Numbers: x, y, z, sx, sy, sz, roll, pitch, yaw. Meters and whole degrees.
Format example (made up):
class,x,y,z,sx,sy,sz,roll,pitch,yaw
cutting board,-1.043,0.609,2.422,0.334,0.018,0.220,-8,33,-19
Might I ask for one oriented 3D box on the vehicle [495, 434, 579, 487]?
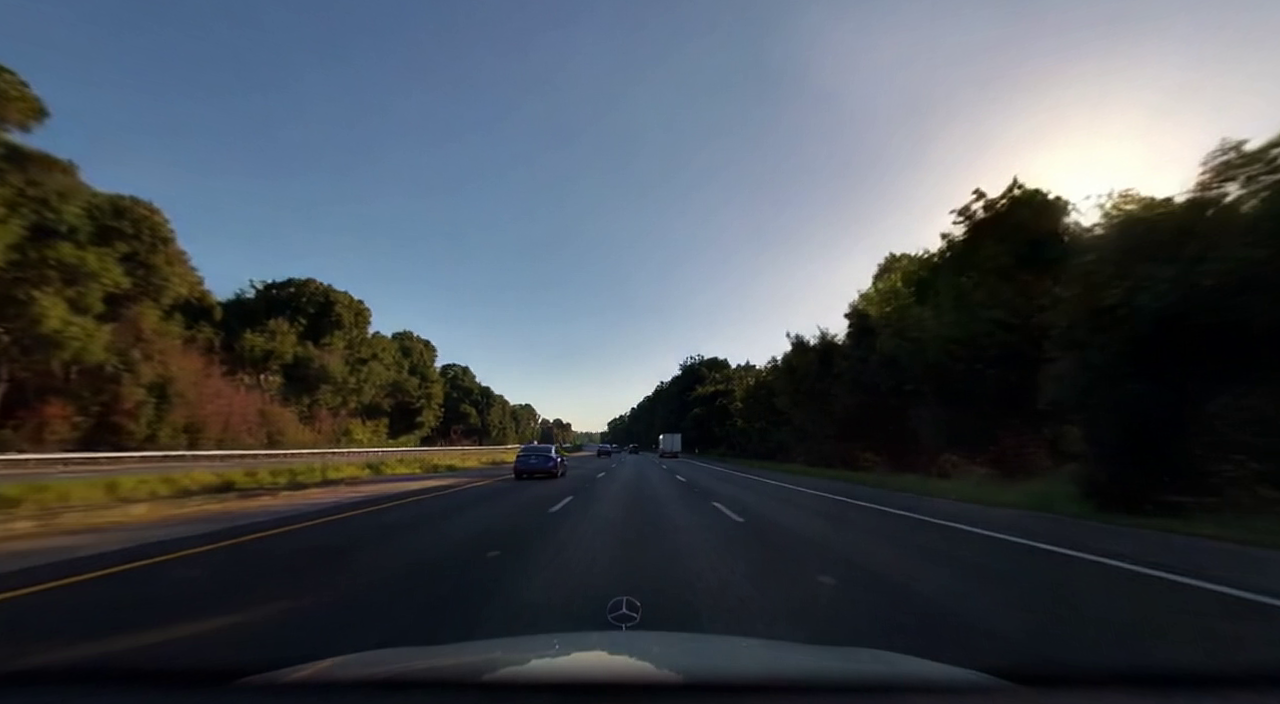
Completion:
class,x,y,z,sx,sy,sz,roll,pitch,yaw
vehicle,-3.508,3.799,22.332,2.108,1.666,4.558,0,-9,1
